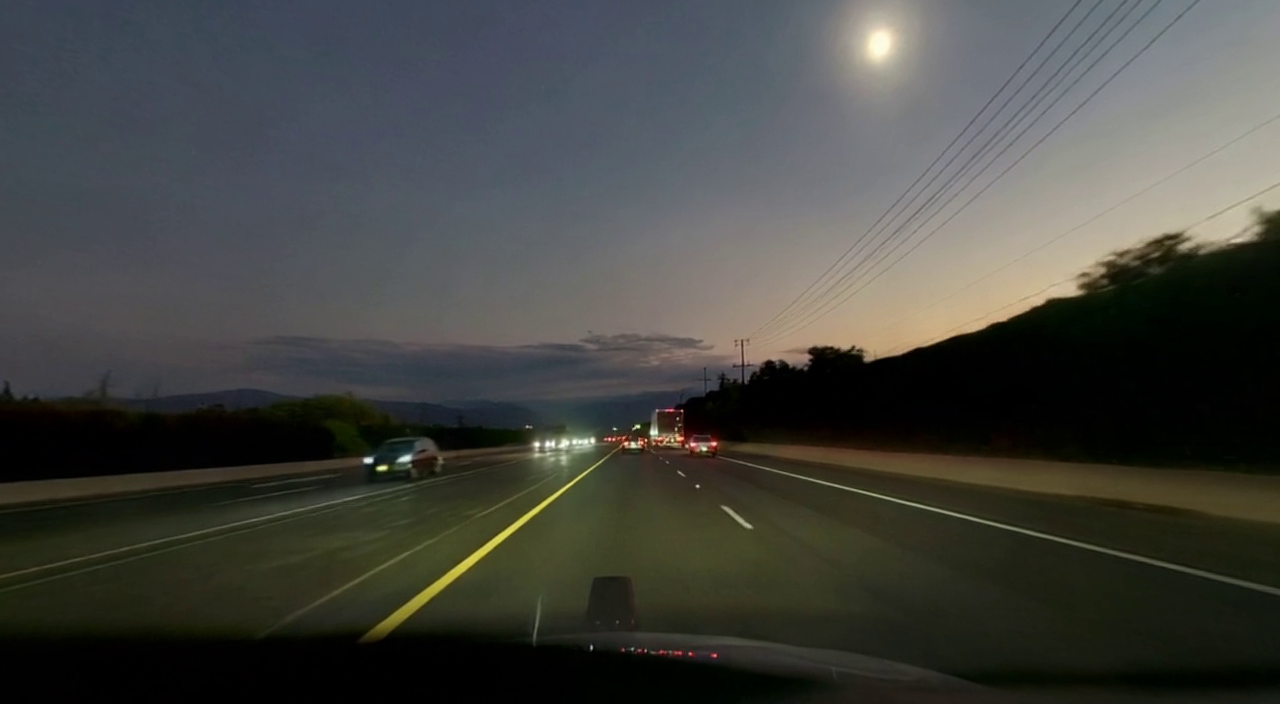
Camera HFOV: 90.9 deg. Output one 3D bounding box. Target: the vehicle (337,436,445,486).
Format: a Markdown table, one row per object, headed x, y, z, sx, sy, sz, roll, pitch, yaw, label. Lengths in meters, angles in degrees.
| x | y | z | sx | sy | sz | roll | pitch | yaw | label |
| --- | --- | --- | --- | --- | --- | --- | --- | --- | --- |
| -9.037 | 3.957 | 23.385 | 2.056 | 1.650 | 4.770 | 0 | -8 | 0 | vehicle |

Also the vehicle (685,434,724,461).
| x | y | z | sx | sy | sz | roll | pitch | yaw | label |
| --- | --- | --- | --- | --- | --- | --- | --- | --- | --- |
| 4.009 | 6.016 | 39.901 | 1.930 | 1.573 | 3.853 | 0 | -8 | -2 | vehicle |

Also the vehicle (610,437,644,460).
| x | y | z | sx | sy | sz | roll | pitch | yaw | label |
| --- | --- | --- | --- | --- | --- | --- | --- | --- | --- |
| -0.879 | 6.428 | 42.384 | 2.163 | 1.466 | 3.693 | 0 | -8 | -1 | vehicle |
